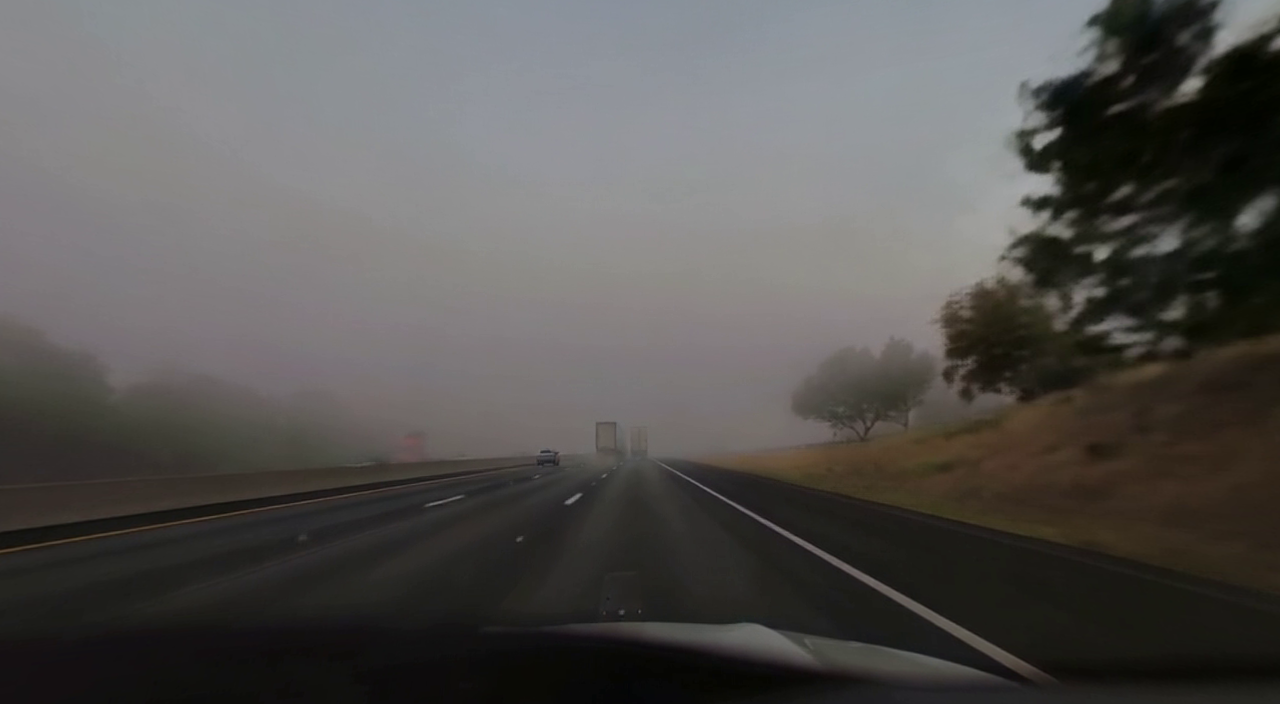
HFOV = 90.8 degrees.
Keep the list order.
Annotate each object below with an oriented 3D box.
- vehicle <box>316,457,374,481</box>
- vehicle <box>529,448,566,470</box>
[{"bbox_3d":[-19.126,7.576,41.119,1.765,1.433,4.150,0,-9,0],"label":"vehicle"},{"bbox_3d":[-6.648,7.779,45.909,2.091,1.527,4.455,0,-9,-1],"label":"vehicle"}]
